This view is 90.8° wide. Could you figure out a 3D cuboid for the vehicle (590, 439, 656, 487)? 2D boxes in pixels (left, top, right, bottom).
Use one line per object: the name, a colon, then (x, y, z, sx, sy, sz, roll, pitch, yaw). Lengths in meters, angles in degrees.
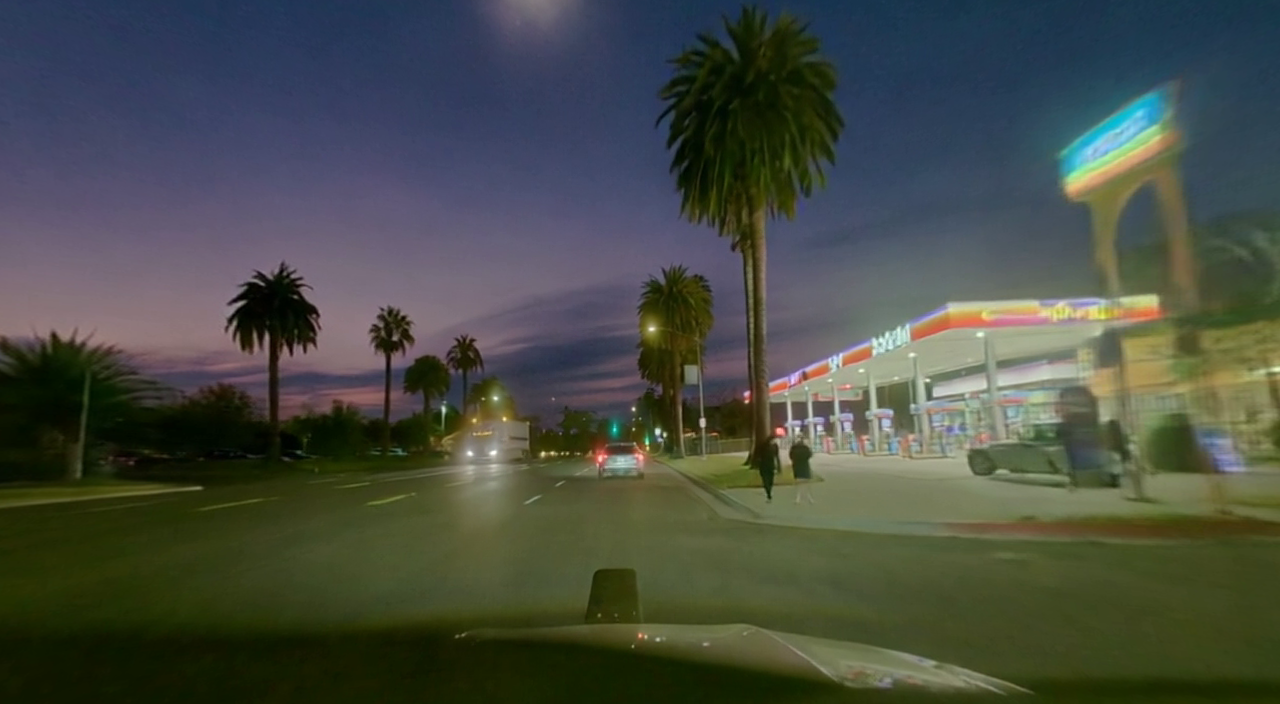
vehicle: (-0.579, 3.807, 22.034, 2.076, 1.486, 4.119, 0, -9, -1)
